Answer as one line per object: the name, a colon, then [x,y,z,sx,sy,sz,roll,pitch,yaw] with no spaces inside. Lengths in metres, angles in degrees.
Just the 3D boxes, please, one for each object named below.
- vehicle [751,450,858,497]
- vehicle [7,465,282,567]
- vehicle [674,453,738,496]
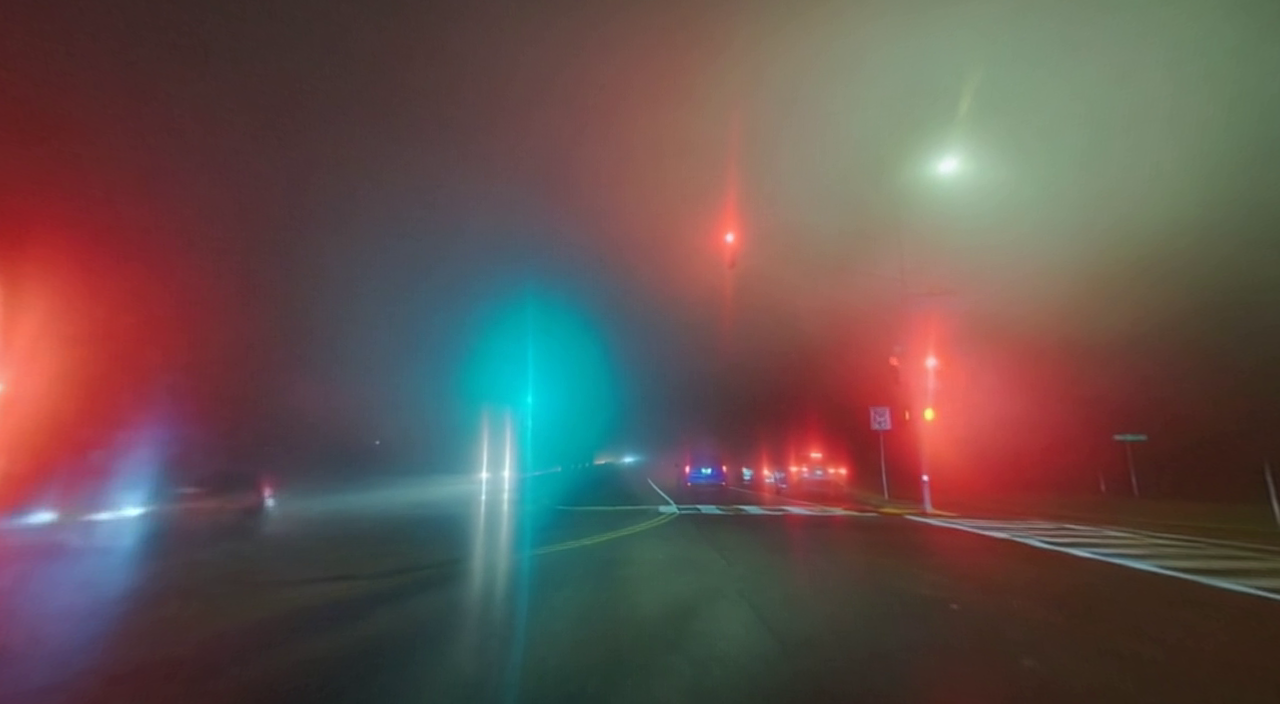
vehicle: [8.654,6.445,34.252,2.771,2.214,7.159,1,-9,-10]
vehicle: [-8.688,2.863,11.661,1.818,1.397,4.026,0,-8,0]
vehicle: [2.755,5.269,27.642,2.140,1.655,4.786,0,-8,-2]
